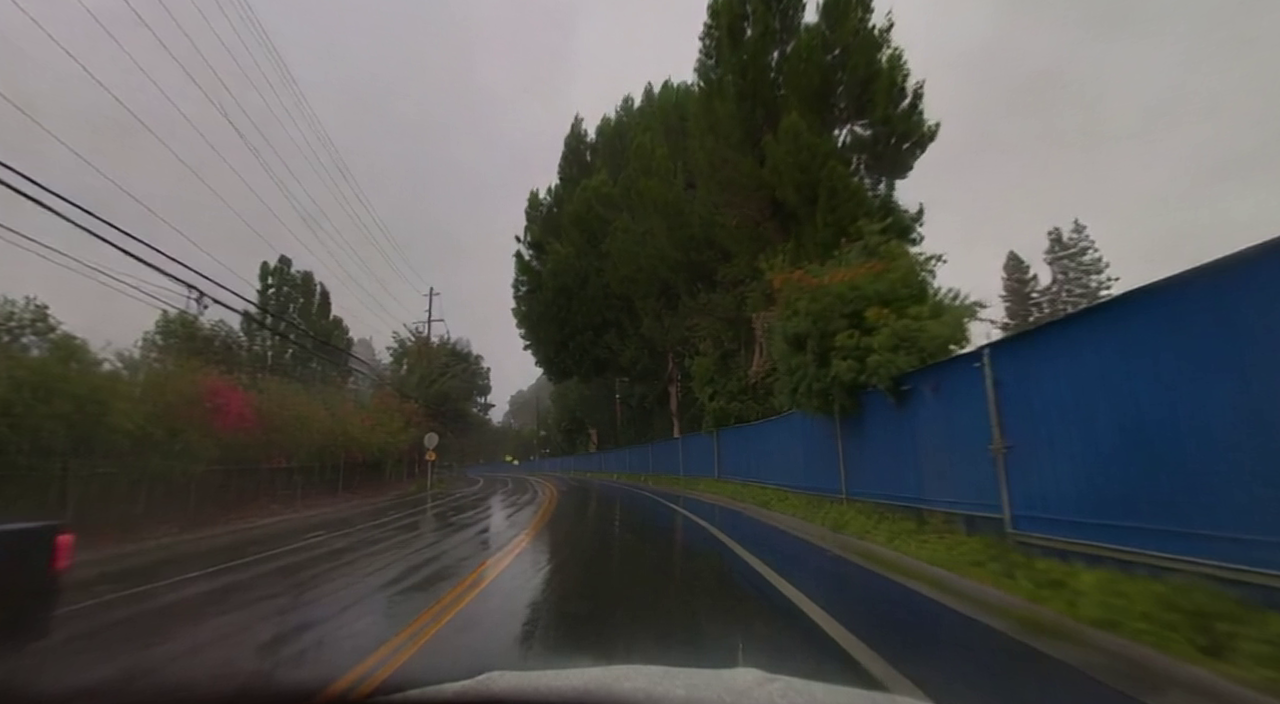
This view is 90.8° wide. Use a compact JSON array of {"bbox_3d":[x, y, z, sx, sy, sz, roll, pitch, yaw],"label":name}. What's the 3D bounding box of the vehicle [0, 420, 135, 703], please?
[{"bbox_3d":[-4.081,0.847,1.477,2.034,1.479,4.521,0,-9,0],"label":"vehicle"}]
